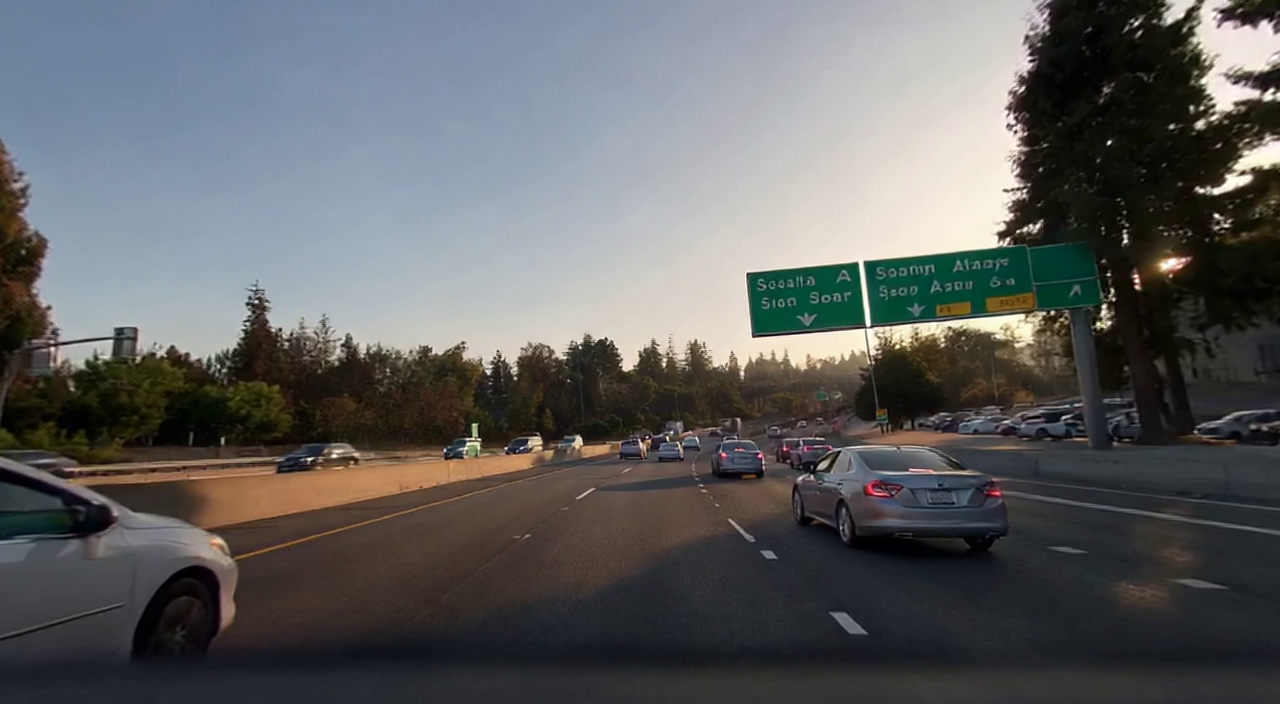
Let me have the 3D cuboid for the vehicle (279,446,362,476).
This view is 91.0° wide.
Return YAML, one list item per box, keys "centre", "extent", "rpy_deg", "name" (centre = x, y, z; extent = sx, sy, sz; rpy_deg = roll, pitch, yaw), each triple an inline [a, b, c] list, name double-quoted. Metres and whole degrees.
- centre: [-18.249, 6.233, 36.282]
  extent: [1.998, 1.557, 4.757]
  rpy_deg: [-1, -9, 5]
  name: "vehicle"

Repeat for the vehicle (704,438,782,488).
- centre: [3.356, 3.714, 21.367]
  extent: [2.009, 1.489, 4.559]
  rpy_deg: [0, -9, 2]
  name: "vehicle"

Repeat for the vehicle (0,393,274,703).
- centre: [-3.218, 0.824, 1.510]
  extent: [1.937, 1.558, 4.469]
  rpy_deg: [0, -9, 1]
  name: "vehicle"

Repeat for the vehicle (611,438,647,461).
- centre: [-0.715, 6.899, 44.649]
  extent: [2.059, 1.516, 4.236]
  rpy_deg: [-1, -9, 6]
  name: "vehicle"

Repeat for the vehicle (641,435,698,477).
- centre: [1.267, 4.321, 26.304]
  extent: [2.201, 1.614, 3.803]
  rpy_deg: [-1, -9, 3]
  name: "vehicle"

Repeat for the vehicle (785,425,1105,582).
- centre: [3.476, 1.821, 8.460]
  extent: [2.014, 1.489, 4.696]
  rpy_deg: [0, -9, 1]
  name: "vehicle"
